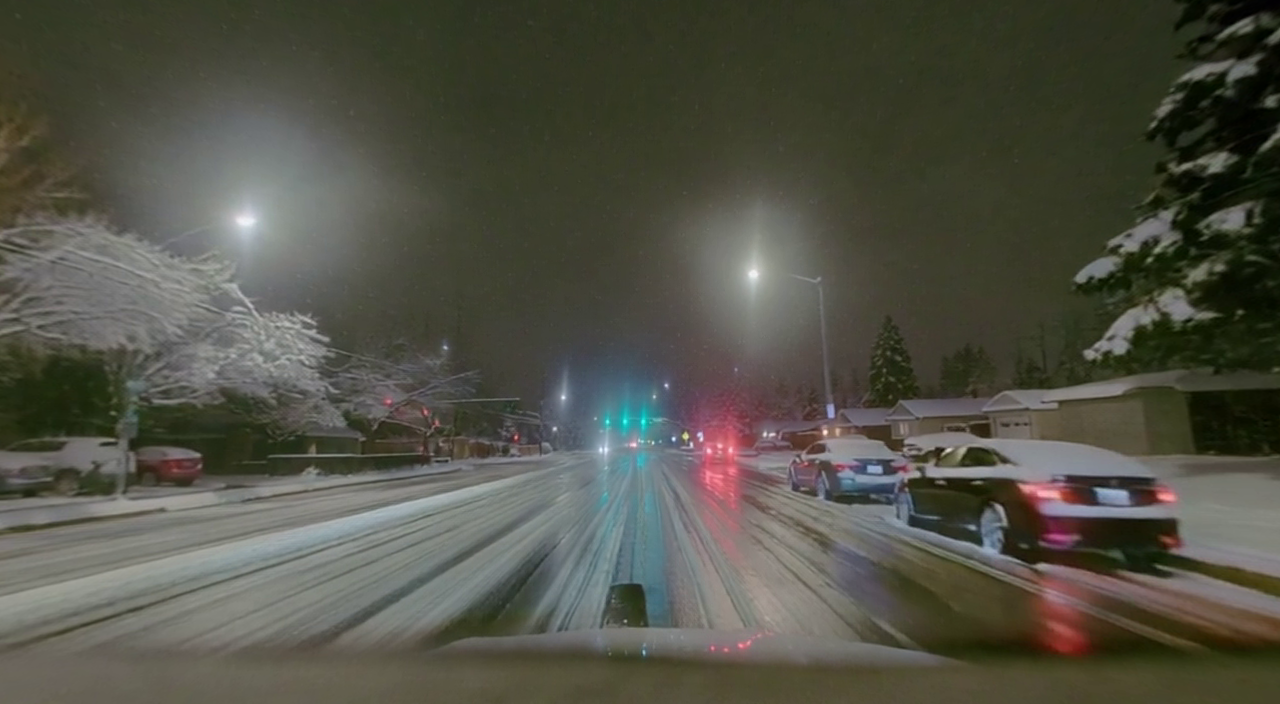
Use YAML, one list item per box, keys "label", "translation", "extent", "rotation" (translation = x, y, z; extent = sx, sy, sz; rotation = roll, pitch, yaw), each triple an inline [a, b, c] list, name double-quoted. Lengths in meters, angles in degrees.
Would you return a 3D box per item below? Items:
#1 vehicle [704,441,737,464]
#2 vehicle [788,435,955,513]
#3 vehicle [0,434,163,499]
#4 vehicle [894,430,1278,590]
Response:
- label: "vehicle"
  translation: [5.922, 7.449, 46.844]
  extent: [1.950, 1.567, 4.083]
  rotation: [0, -8, 1]
- label: "vehicle"
  translation: [5.186, 2.786, 14.973]
  extent: [1.997, 1.521, 4.747]
  rotation: [0, -8, -3]
- label: "vehicle"
  translation: [-19.615, 3.856, 21.484]
  extent: [4.852, 2.017, 2.342]
  rotation: [-1, -8, 4]
- label: "vehicle"
  translation: [5.056, 1.797, 8.083]
  extent: [1.895, 1.487, 4.176]
  rotation: [0, -8, 1]
